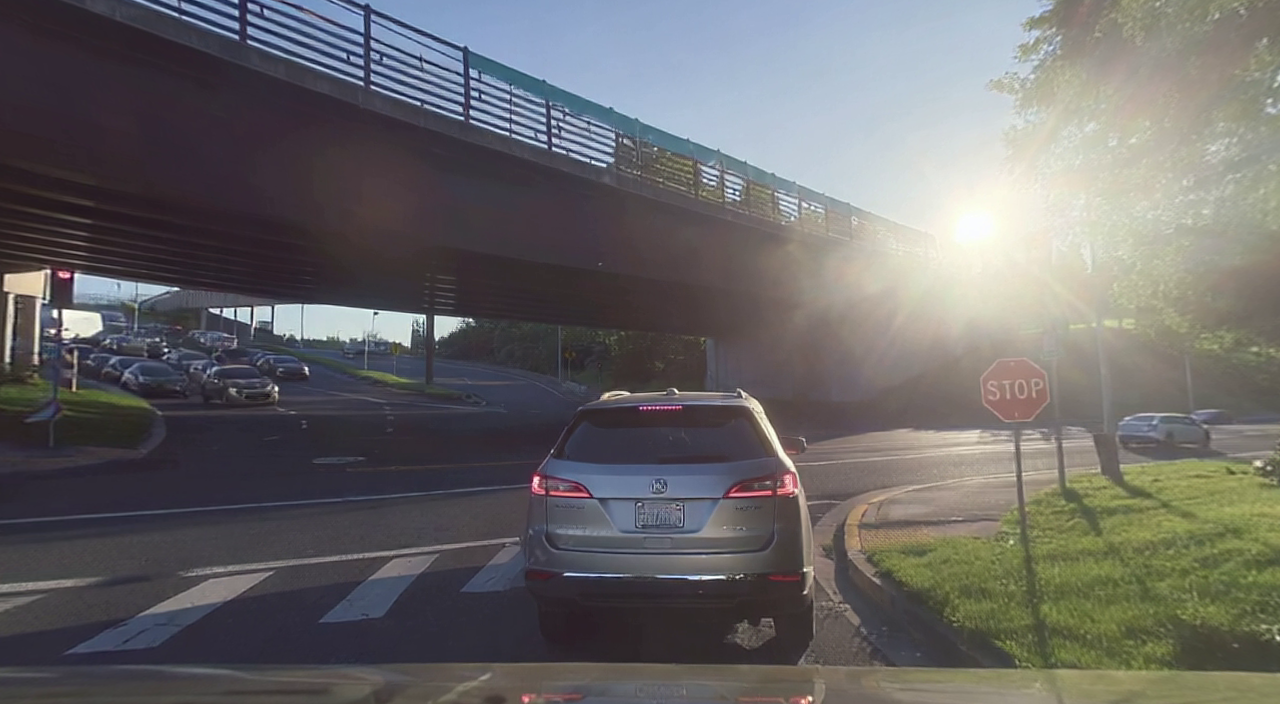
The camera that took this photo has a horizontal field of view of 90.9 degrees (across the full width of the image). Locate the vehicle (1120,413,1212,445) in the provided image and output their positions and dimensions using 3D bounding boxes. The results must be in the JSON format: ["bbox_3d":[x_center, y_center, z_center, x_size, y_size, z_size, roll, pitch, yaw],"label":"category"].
[{"bbox_3d":[29.637,4.373,35.507,5.060,1.648,2.038,4,-10,-27],"label":"vehicle"}]

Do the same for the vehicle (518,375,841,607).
[{"bbox_3d":[0.311,1.403,7.151,2.494,1.804,4.336,0,-9,0],"label":"vehicle"}]
